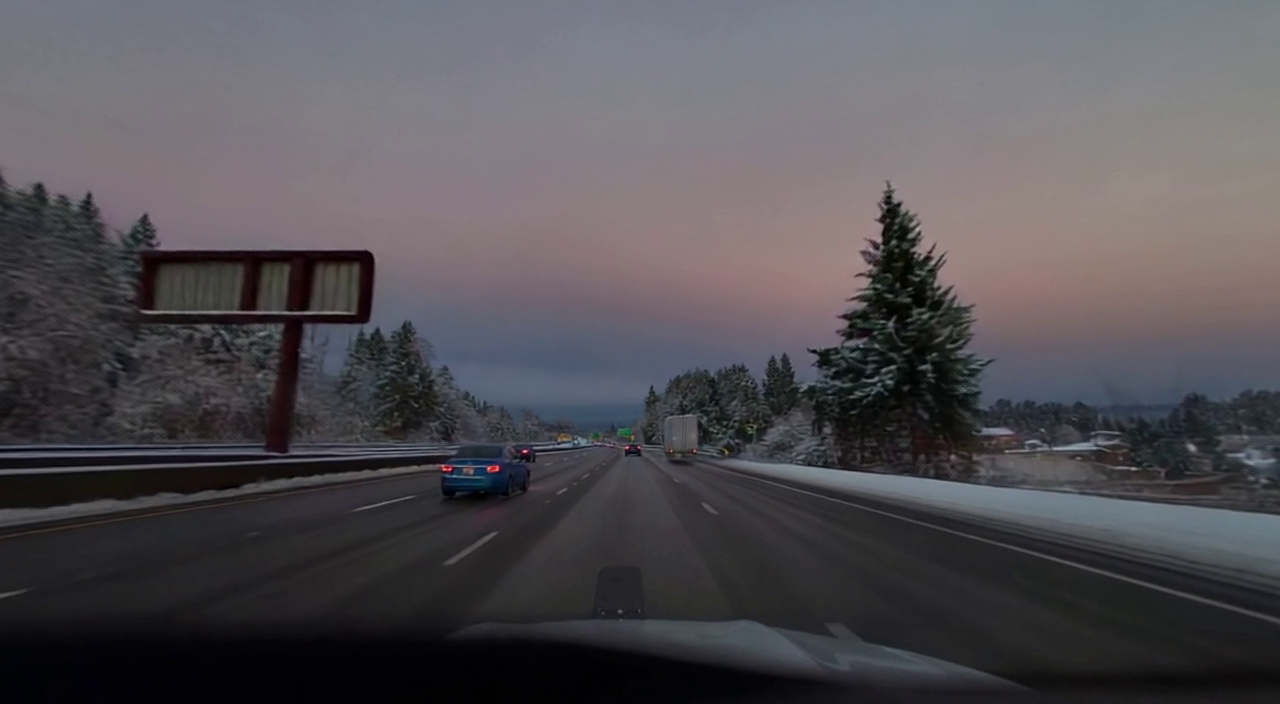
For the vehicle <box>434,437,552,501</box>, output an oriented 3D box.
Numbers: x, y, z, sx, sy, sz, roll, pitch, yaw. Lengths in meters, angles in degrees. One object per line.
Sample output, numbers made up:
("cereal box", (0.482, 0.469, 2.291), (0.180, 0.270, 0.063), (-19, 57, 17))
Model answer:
("vehicle", (-3.770, 3.096, 17.090), (2.090, 1.487, 4.276), (0, -9, 1))
